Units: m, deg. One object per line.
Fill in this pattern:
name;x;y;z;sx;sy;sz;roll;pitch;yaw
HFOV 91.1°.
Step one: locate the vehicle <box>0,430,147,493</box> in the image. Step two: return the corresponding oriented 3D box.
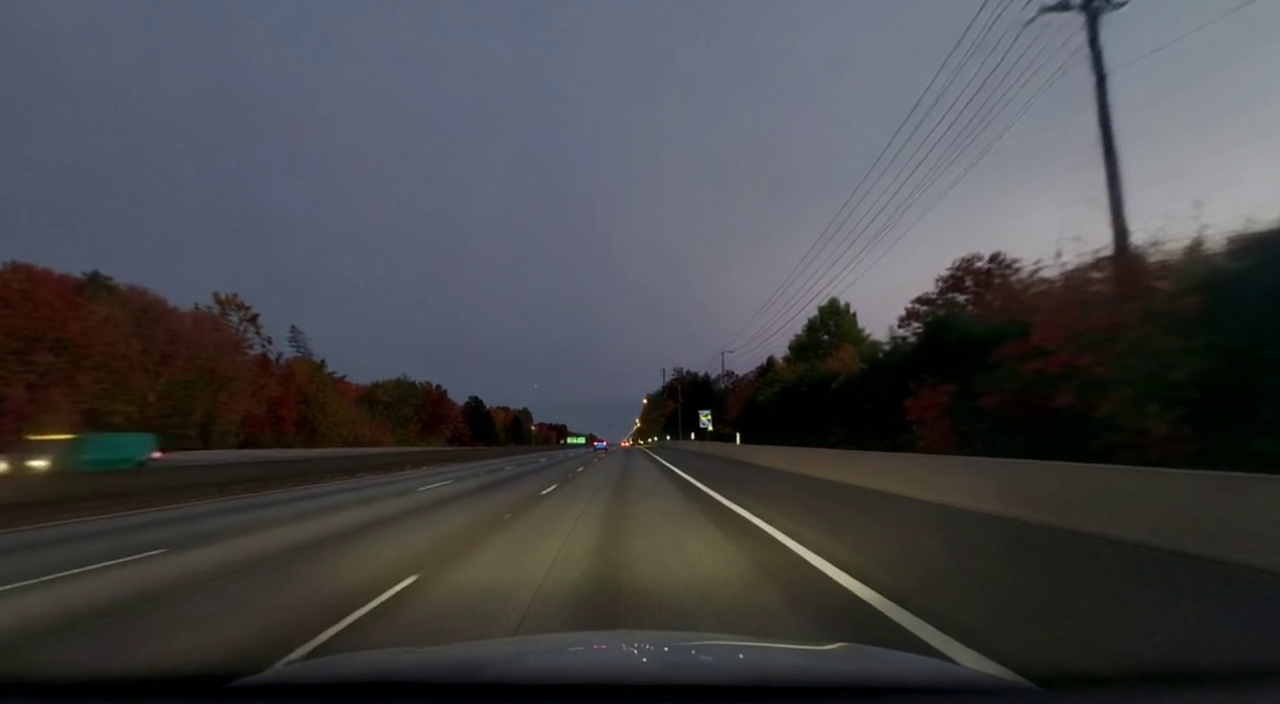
vehicle;-25.298;4.608;27.239;2.379;2.357;6.741;0;-8;0
